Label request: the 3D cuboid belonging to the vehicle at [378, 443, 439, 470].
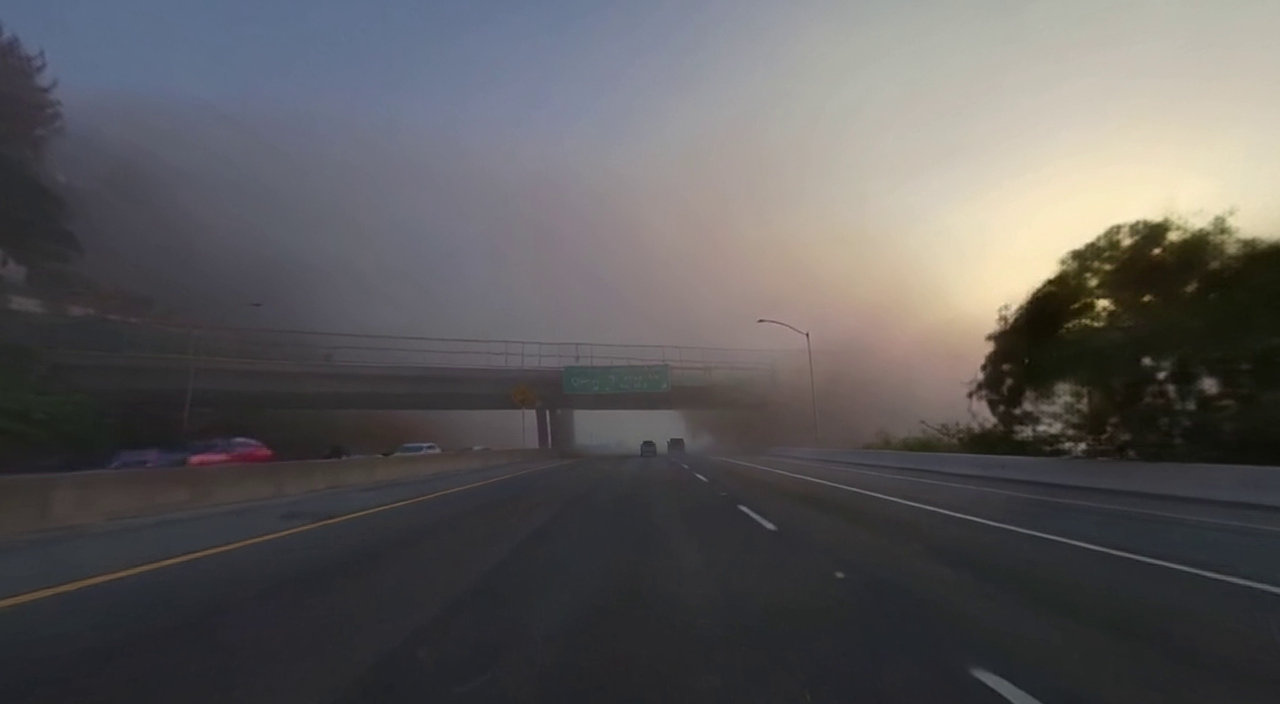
[{"bbox_3d":[-14.652,6.635,40.271,2.024,1.557,4.788,0,-8,1],"label":"vehicle"}]
